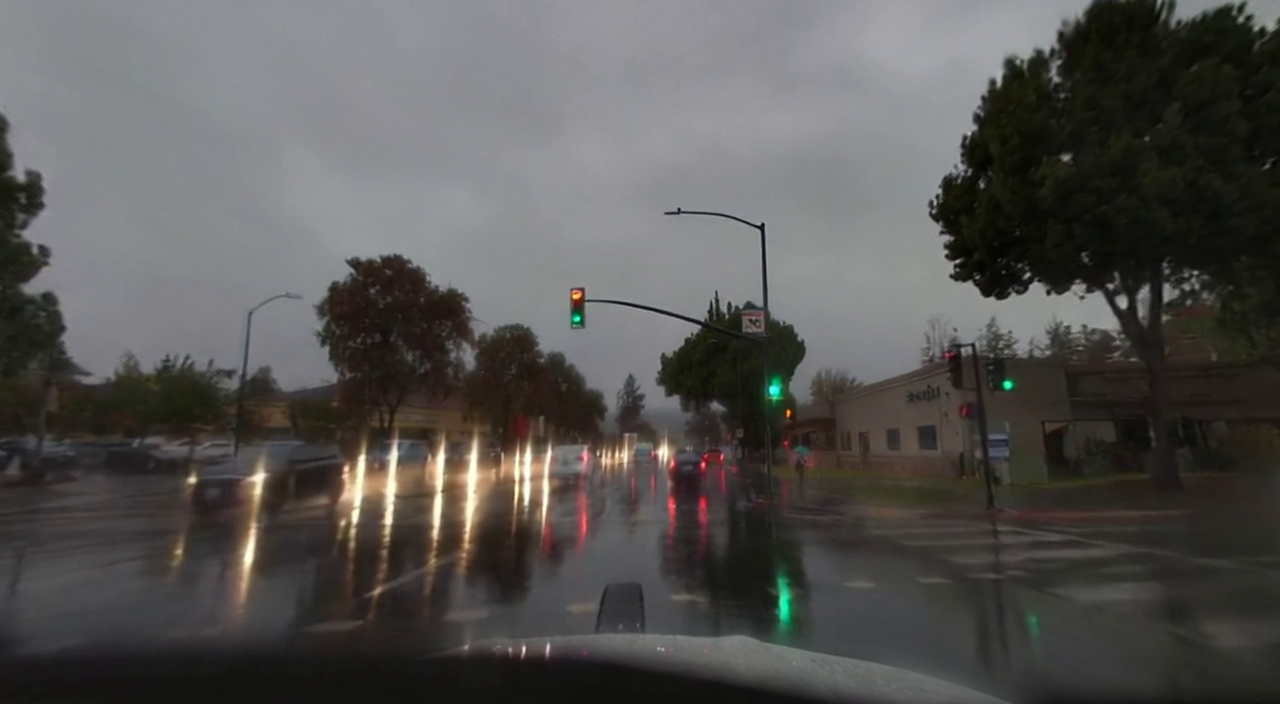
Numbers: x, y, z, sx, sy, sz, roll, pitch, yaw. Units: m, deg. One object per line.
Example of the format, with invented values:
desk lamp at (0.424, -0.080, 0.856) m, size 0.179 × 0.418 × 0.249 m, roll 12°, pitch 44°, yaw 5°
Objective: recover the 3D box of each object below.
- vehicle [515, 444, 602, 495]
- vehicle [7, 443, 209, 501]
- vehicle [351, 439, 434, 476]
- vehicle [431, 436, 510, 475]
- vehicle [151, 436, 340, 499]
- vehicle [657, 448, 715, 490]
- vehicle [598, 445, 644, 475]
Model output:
vehicle at (-2.542, 3.763, 20.724) m, size 1.921 × 1.477 × 4.083 m, roll -1°, pitch -9°, yaw 6°
vehicle at (-15.322, 3.439, 18.586) m, size 1.896 × 1.455 × 4.257 m, roll -2°, pitch -8°, yaw 9°
vehicle at (-12.559, 5.378, 32.426) m, size 1.961 × 1.731 × 4.450 m, roll -1°, pitch -9°, yaw 8°
vehicle at (-8.812, 5.423, 33.313) m, size 2.221 × 1.856 × 4.847 m, roll -1°, pitch -9°, yaw 8°
vehicle at (-10.905, 3.202, 18.006) m, size 1.923 × 1.516 × 4.727 m, roll -1°, pitch -9°, yaw 8°
vehicle at (1.819, 4.492, 24.678) m, size 2.085 × 1.475 × 3.976 m, roll -1°, pitch -9°, yaw 5°
vehicle at (-0.969, 5.962, 35.075) m, size 1.887 × 1.517 × 4.254 m, roll -1°, pitch -9°, yaw 8°
